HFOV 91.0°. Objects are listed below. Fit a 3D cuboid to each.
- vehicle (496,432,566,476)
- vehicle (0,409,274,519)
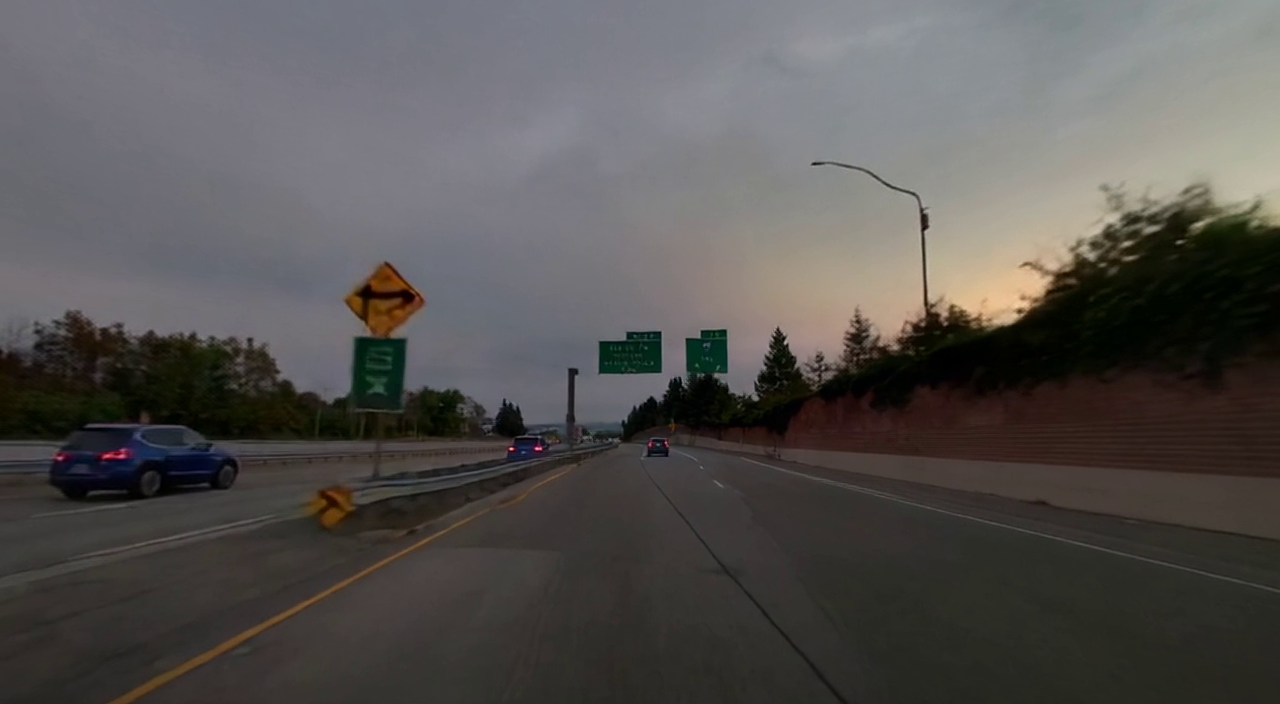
[{"bbox_3d":[-4.549,4.361,27.107,2.151,1.707,4.759,0,-8,0],"label":"vehicle"},{"bbox_3d":[-9.294,2.025,11.814,2.025,1.618,4.683,0,-8,0],"label":"vehicle"}]
